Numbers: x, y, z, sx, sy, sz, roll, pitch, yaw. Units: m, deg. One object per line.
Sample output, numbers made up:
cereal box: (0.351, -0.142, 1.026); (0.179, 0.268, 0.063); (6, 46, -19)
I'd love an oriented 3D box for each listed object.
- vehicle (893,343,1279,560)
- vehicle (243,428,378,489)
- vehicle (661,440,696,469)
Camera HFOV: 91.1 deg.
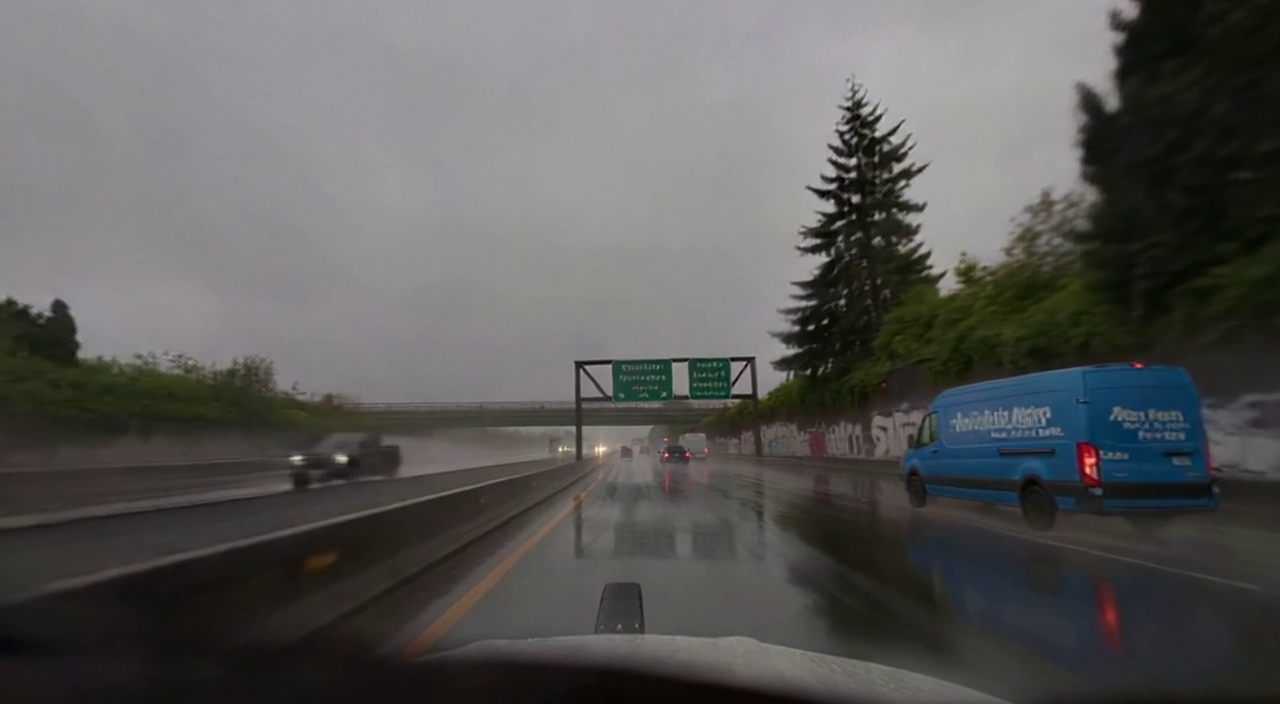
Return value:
vehicle: (6.692, 1.619, 10.560); (2.283, 2.631, 5.719); (0, -9, -2)
vehicle: (-11.962, 3.914, 23.368); (2.180, 1.988, 5.316); (0, -9, -1)
vehicle: (2.707, 7.382, 45.437); (2.007, 1.943, 5.010); (0, -9, -3)
